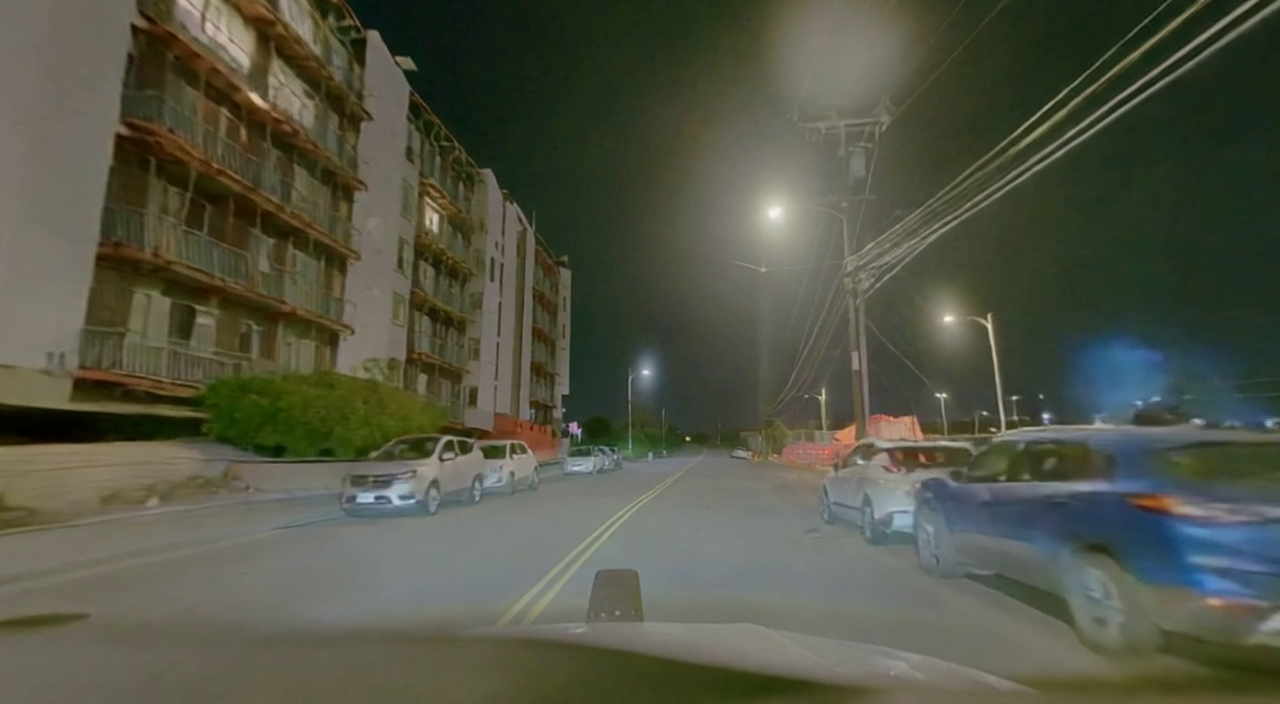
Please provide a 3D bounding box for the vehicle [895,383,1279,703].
[{"bbox_3d":[4.164,1.461,5.878,1.918,1.848,4.946,-1,-9,6],"label":"vehicle"}]

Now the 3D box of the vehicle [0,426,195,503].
[{"bbox_3d":[-14.003,2.785,15.927,1.948,1.660,4.316,-1,-9,8],"label":"vehicle"}]

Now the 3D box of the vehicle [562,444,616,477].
[{"bbox_3d":[-2.688,5.910,34.483,1.998,1.633,4.673,-1,-9,7],"label":"vehicle"}]

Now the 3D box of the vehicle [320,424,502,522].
[{"bbox_3d":[-4.997,2.707,14.660,1.953,1.871,4.712,-1,-9,8],"label":"vehicle"}]
